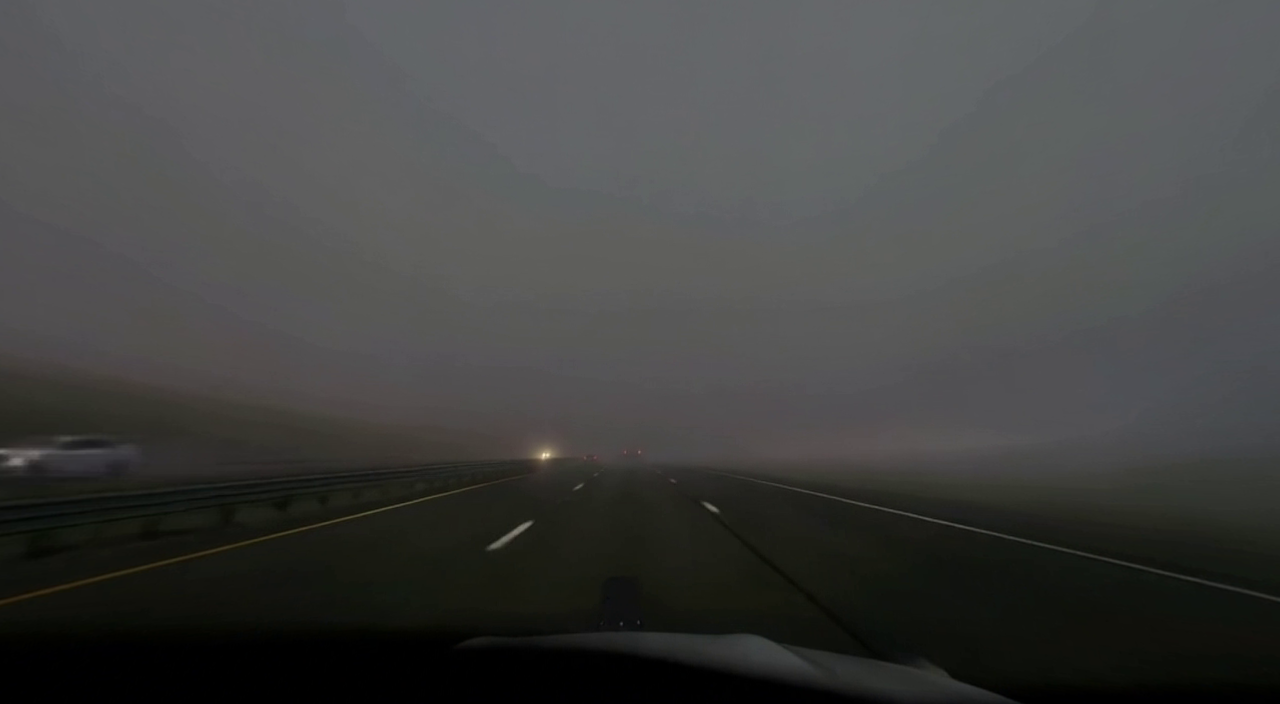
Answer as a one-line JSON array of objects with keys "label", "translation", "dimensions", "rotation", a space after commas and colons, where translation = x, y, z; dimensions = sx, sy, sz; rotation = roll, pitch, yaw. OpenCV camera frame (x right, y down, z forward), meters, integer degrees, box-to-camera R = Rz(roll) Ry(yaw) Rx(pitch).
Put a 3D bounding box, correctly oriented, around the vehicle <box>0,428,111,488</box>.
[{"label": "vehicle", "translation": [-17.732, 2.985, 17.778], "dimensions": [1.840, 1.556, 4.355], "rotation": [0, -9, 0]}]
